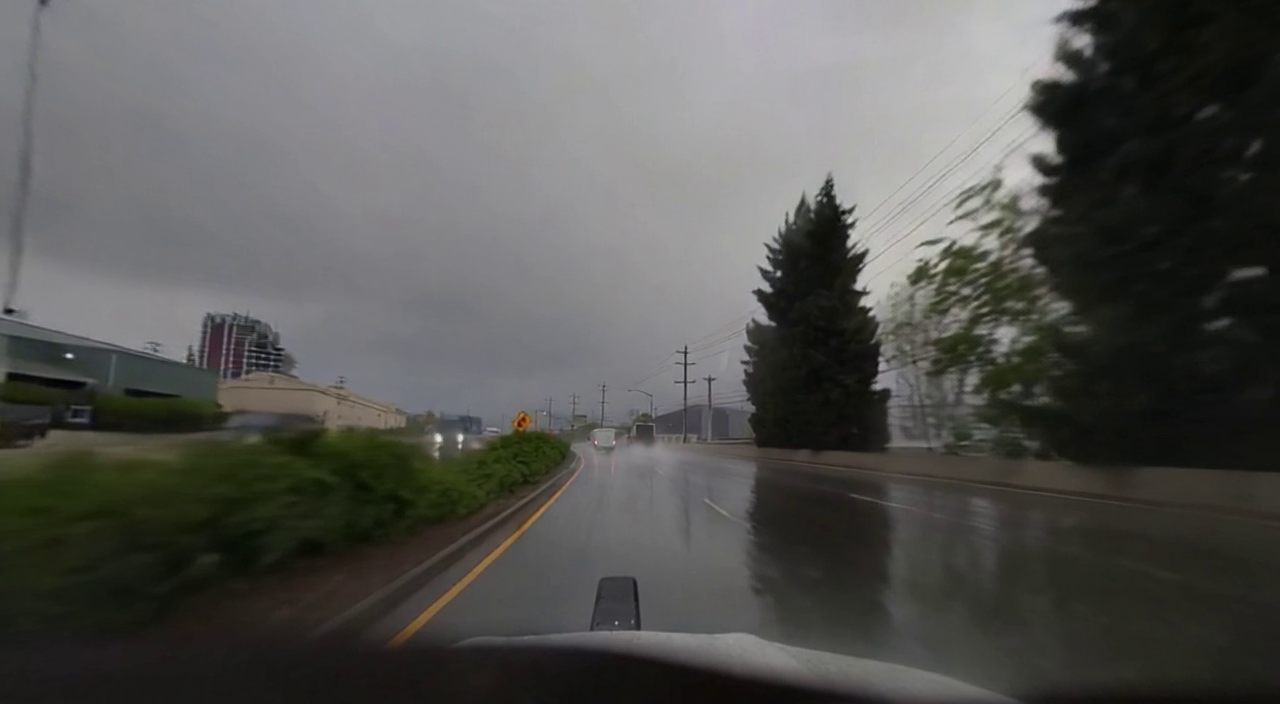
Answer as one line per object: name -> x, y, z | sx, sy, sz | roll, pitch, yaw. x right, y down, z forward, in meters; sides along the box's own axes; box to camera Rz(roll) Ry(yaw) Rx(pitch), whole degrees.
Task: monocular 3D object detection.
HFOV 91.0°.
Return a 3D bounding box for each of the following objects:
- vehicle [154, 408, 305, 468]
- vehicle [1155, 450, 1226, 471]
vehicle -> -11.974, 2.562, 18.755 | 1.854, 1.548, 4.141 | 0, -8, -3
vehicle -> 40.707, 8.005, 46.629 | 1.717, 1.441, 3.573 | 1, -8, -9
